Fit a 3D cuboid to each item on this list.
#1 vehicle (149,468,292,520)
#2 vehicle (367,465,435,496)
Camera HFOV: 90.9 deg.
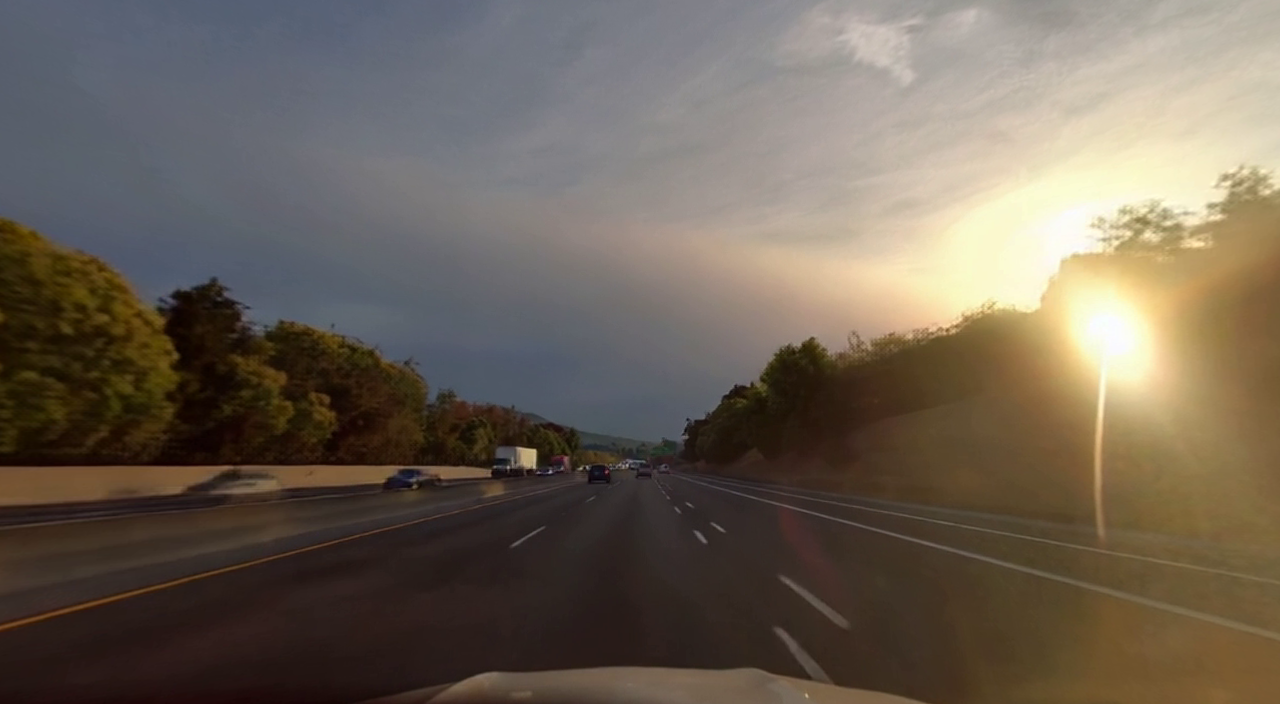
[{"bbox_3d":[-12.912,4.364,19.751,1.660,1.407,4.064,1,-11,0],"label":"vehicle"},{"bbox_3d":[-12.525,6.774,33.283,1.958,1.472,3.922,1,-11,1],"label":"vehicle"}]
